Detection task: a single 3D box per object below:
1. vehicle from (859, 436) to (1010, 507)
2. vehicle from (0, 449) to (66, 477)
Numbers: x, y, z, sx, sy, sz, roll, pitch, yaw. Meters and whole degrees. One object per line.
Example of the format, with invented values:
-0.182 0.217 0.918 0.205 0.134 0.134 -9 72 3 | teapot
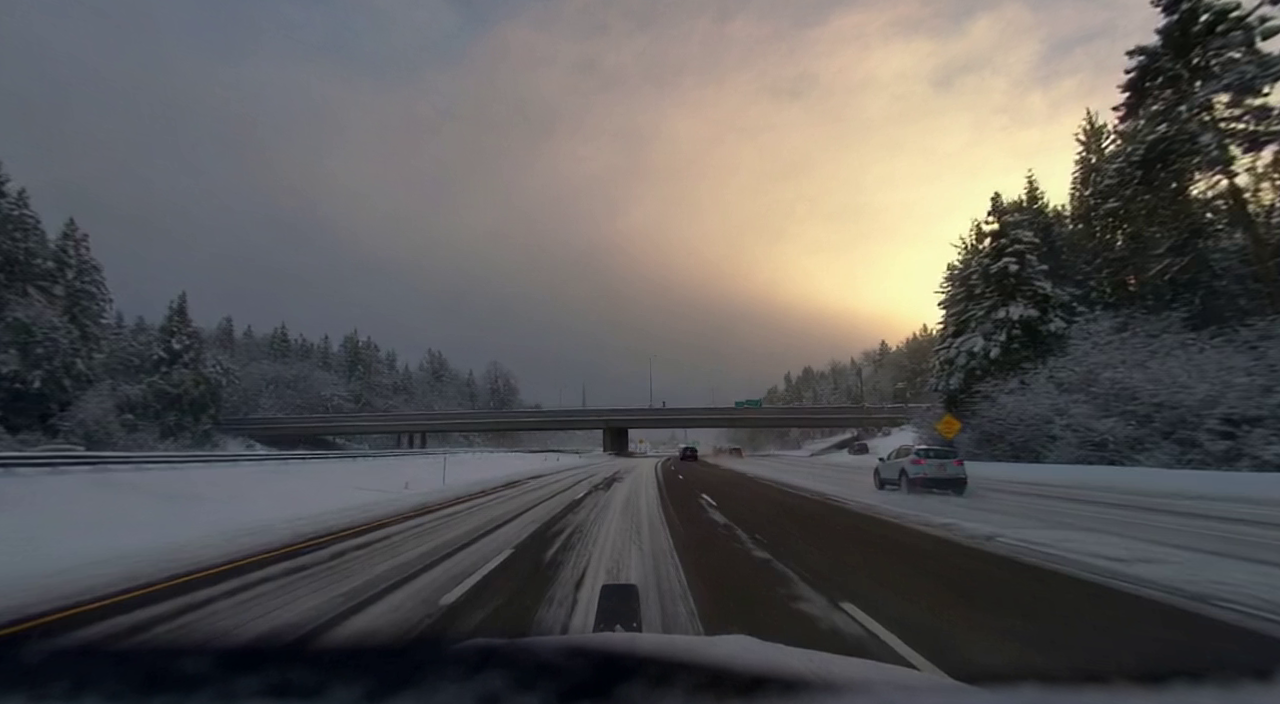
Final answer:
7.581 3.096 16.805 1.862 1.613 4.316 0 -9 -1 | vehicle
-34.641 6.114 34.879 1.712 1.458 4.420 0 -9 0 | vehicle
